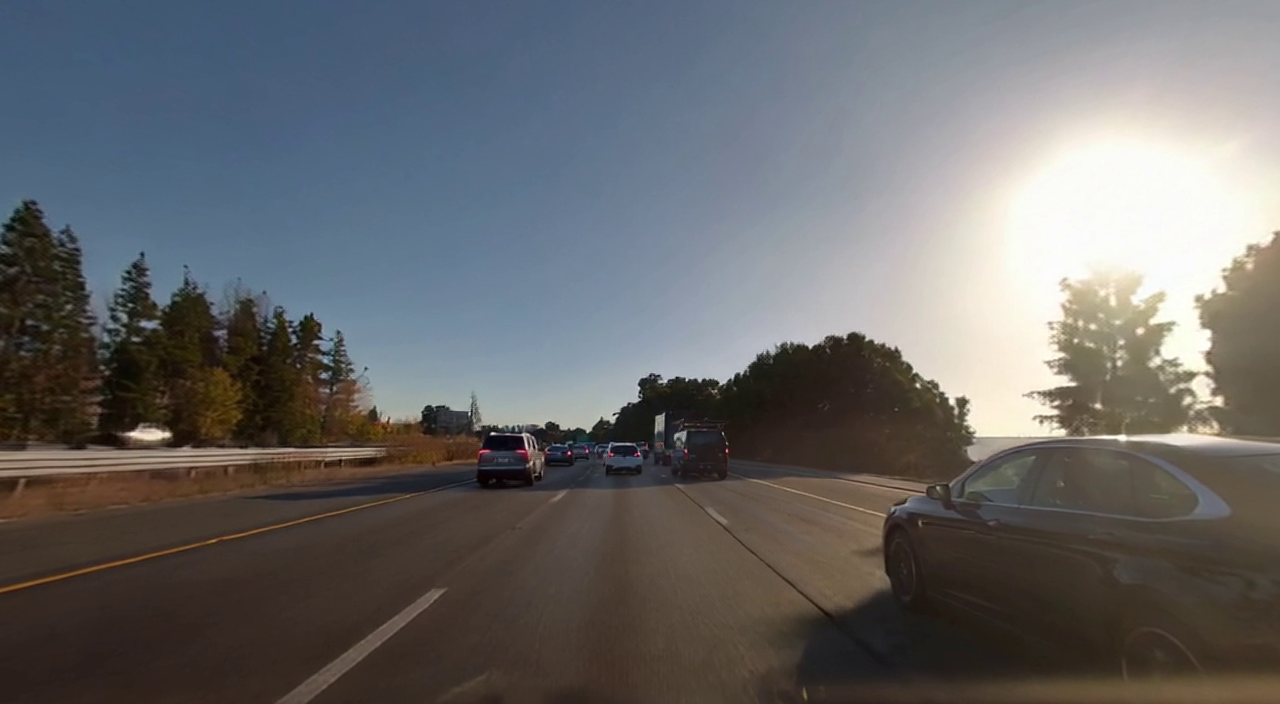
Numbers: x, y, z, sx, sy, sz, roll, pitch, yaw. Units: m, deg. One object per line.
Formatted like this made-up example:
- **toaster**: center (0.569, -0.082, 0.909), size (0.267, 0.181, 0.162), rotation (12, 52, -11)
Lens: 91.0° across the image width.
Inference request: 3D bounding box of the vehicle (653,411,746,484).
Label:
- **vehicle**: center (2.830, 5.212, 34.729), size (3.426, 3.279, 12.313), rotation (0, -8, -2)

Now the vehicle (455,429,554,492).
- **vehicle**: center (-4.245, 3.501, 20.633), size (2.176, 1.783, 4.799), rotation (0, -9, -1)

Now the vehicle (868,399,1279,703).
- **vehicle**: center (3.051, 1.115, 3.340), size (2.031, 1.504, 4.327), rotation (0, -9, 0)

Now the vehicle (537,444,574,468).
- **vehicle**: center (-5.315, 6.586, 40.038), size (1.907, 1.484, 3.954), rotation (0, -9, -1)

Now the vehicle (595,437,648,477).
- **vehicle**: center (-0.834, 4.767, 28.743), size (2.235, 1.682, 4.094), rotation (0, -9, -1)

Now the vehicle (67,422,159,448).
- **vehicle**: center (-32.554, 5.202, 39.071), size (1.831, 1.496, 4.541), rotation (0, -9, -1)
